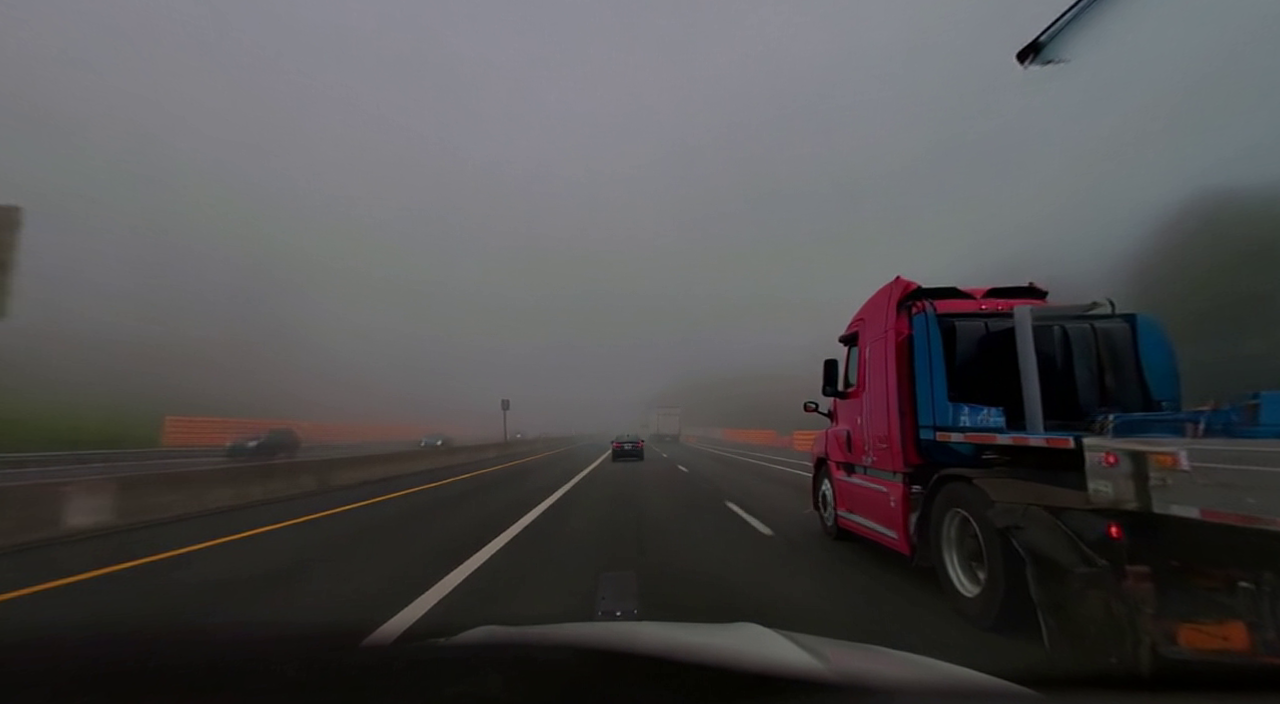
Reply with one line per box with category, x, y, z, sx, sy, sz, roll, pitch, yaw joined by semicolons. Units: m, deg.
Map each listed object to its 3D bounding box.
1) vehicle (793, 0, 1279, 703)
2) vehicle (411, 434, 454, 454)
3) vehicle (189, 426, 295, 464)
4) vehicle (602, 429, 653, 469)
vehicle;3.522;-0.059;2.296;2.919;3.634;10.888;0;-8;-1
vehicle;-15.711;6.980;47.967;1.845;1.459;4.153;0;-8;0
vehicle;-20.095;4.719;32.180;1.975;1.769;5.289;0;-8;0
vehicle;-0.494;3.914;25.631;1.929;1.469;3.677;0;-8;-1
